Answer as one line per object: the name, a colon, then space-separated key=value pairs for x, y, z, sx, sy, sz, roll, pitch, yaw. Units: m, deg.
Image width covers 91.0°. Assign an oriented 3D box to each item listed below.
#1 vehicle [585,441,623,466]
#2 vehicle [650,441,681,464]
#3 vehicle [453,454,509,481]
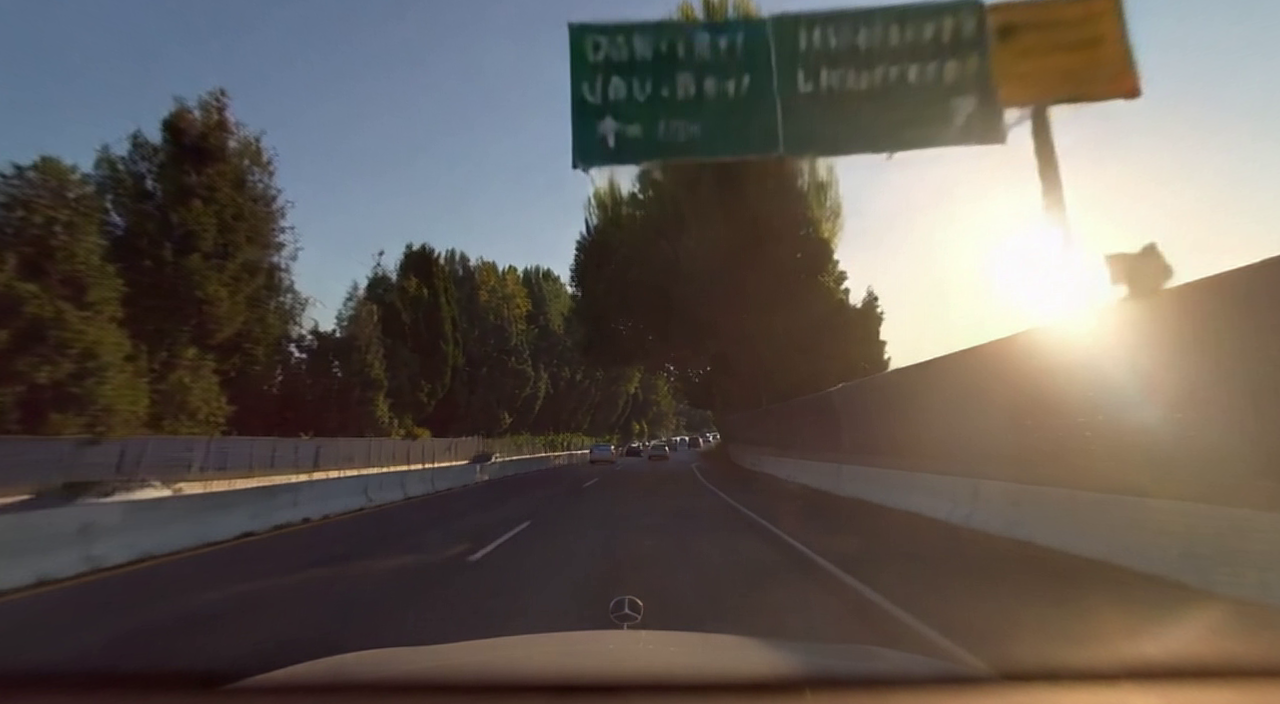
vehicle: x=-2.232 y=6.413 z=39.975 sx=1.985 sy=1.518 sz=3.847 roll=-1 pitch=-8 yaw=4
vehicle: x=1.780 y=6.977 z=43.894 sx=2.077 sy=1.533 sz=3.854 roll=0 pitch=-8 yaw=3
vehicle: x=-9.665 y=7.035 z=38.666 sx=1.977 sy=1.489 sz=4.631 roll=0 pitch=-8 yaw=4
